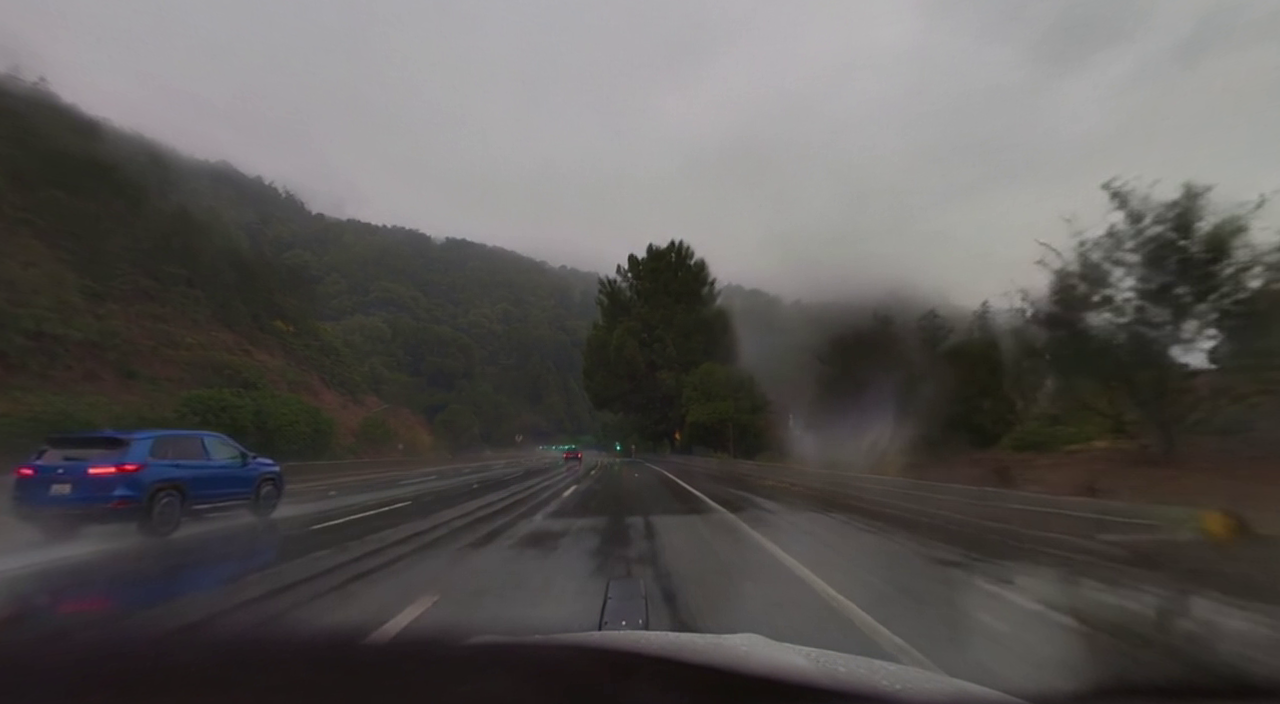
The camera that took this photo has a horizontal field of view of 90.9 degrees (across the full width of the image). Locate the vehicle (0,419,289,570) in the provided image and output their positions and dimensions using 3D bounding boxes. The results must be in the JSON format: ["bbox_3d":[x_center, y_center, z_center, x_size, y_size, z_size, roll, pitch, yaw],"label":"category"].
[{"bbox_3d":[-7.682,1.996,9.611,2.046,1.712,4.533,-1,-9,0],"label":"vehicle"}]
